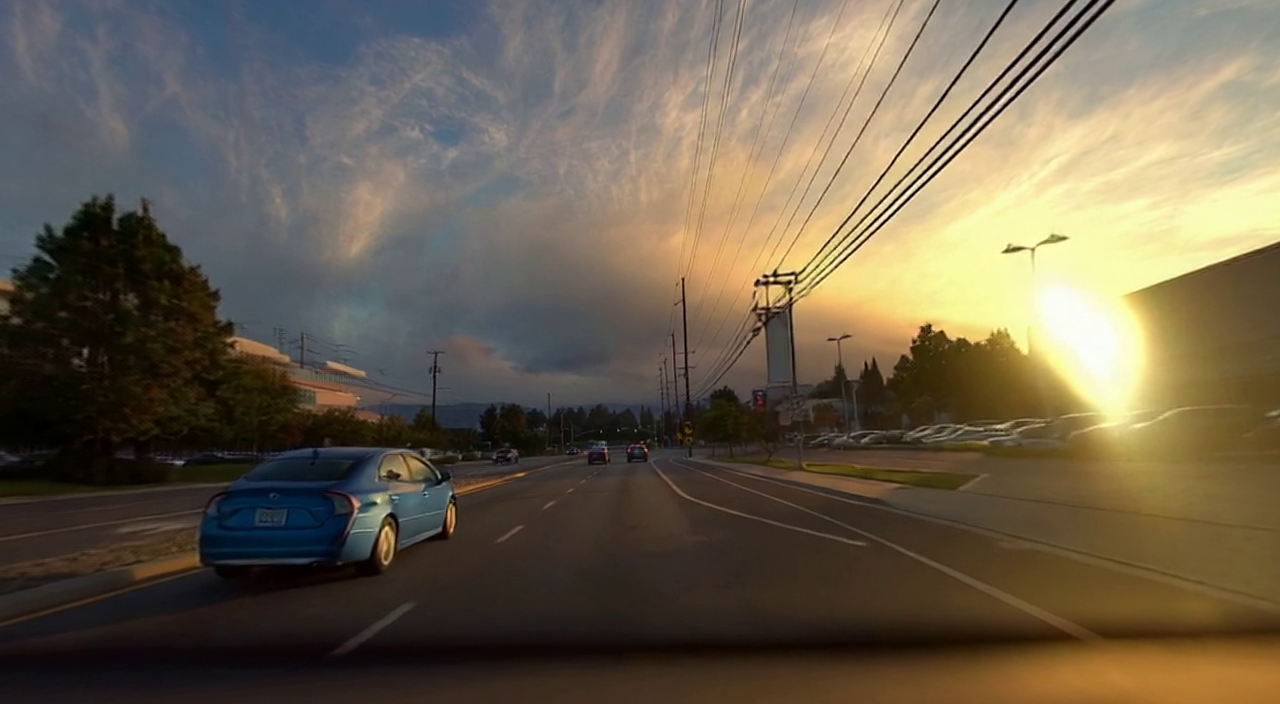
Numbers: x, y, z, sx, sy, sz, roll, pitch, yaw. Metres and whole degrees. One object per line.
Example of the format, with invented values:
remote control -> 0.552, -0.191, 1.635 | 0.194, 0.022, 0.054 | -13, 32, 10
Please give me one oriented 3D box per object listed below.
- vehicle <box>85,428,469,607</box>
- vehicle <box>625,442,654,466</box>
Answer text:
vehicle -> -3.696, 1.742, 7.695 | 1.928, 1.488, 4.635 | 0, -8, 0
vehicle -> -0.033, 8.023, 49.719 | 2.182, 1.773, 4.041 | 0, -8, 0
